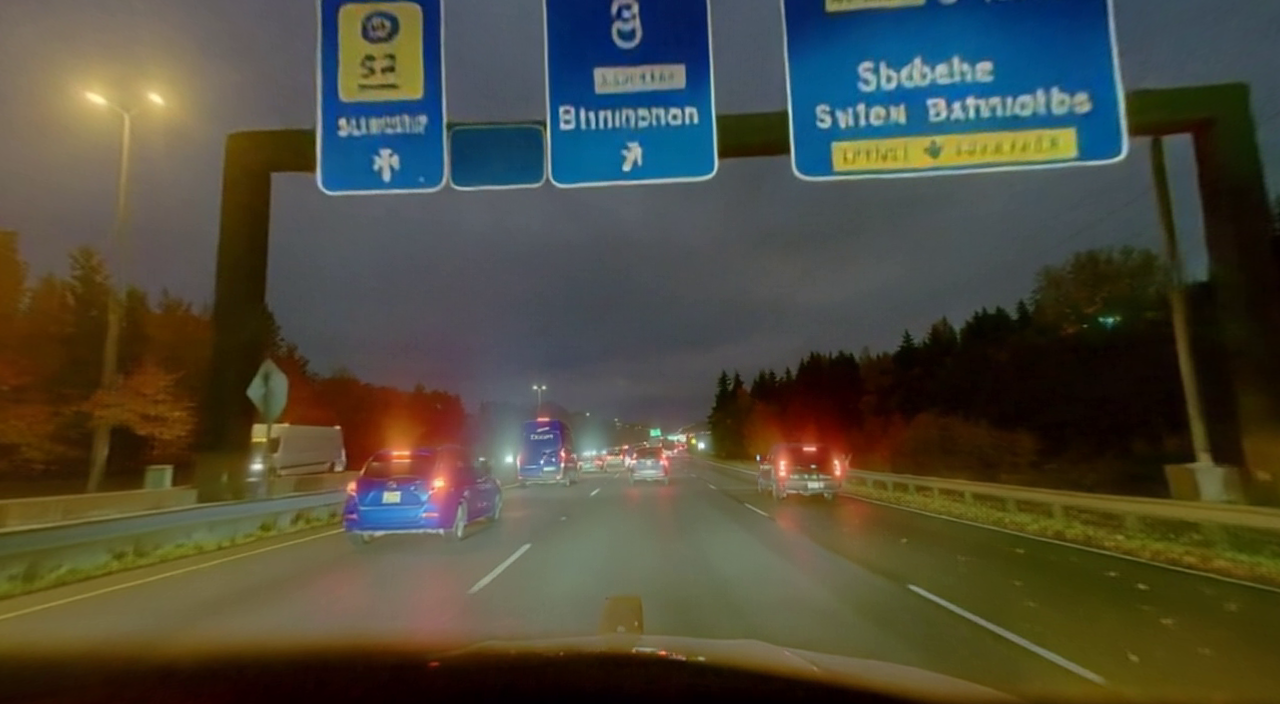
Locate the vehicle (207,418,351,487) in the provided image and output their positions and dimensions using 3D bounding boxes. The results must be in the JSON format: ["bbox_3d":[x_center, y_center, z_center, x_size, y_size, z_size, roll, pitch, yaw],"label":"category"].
[{"bbox_3d":[-21.863,6.183,38.870,2.958,3.709,9.339,-1,-9,2],"label":"vehicle"}]

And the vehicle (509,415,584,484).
[{"bbox_3d":[-3.944,4.279,27.580,2.275,2.692,5.810,0,-9,1],"label":"vehicle"}]

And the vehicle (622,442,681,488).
[{"bbox_3d":[0.434,4.535,25.447,2.195,1.679,4.070,0,-9,1],"label":"vehicle"}]

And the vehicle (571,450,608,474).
[{"bbox_3d":[-3.262,7.222,41.357,2.015,1.496,4.312,0,-9,1],"label":"vehicle"}]

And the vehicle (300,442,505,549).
[{"bbox_3d":[-3.788,2.335,10.883,1.977,1.485,3.973,0,-9,0],"label":"vehicle"}]
